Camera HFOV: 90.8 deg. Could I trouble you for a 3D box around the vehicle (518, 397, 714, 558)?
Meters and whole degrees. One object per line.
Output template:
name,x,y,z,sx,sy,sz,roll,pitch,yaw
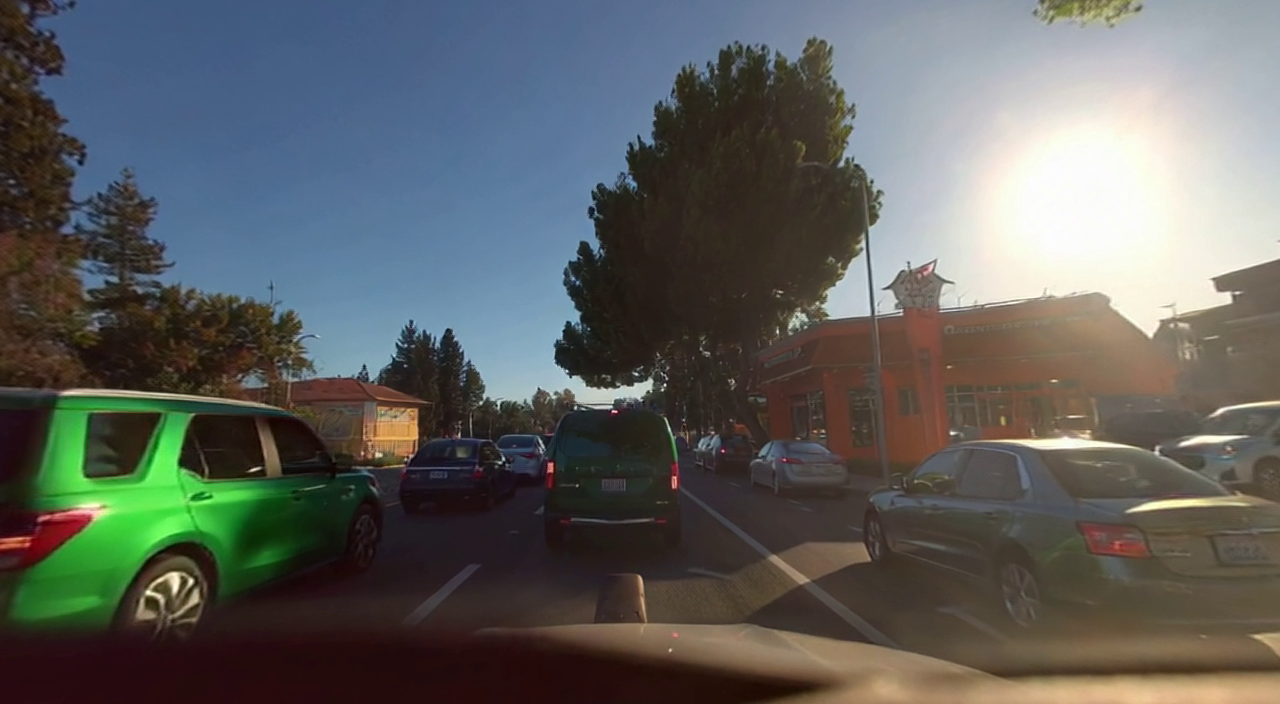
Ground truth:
vehicle,-0.314,1.754,9.422,2.238,1.825,4.190,0,-9,-1

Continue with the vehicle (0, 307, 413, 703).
vehicle,-3.609,1.068,4.554,2.231,1.853,4.461,0,-9,0

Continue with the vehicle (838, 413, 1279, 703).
vehicle,3.382,1.381,5.411,1.900,1.477,4.352,0,-9,-1

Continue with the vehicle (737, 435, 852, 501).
vehicle,3.900,3.000,16.754,1.875,1.521,4.192,0,-9,-2

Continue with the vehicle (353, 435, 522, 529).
vehicle,-3.565,2.354,12.031,1.849,1.451,4.218,0,-9,-1
